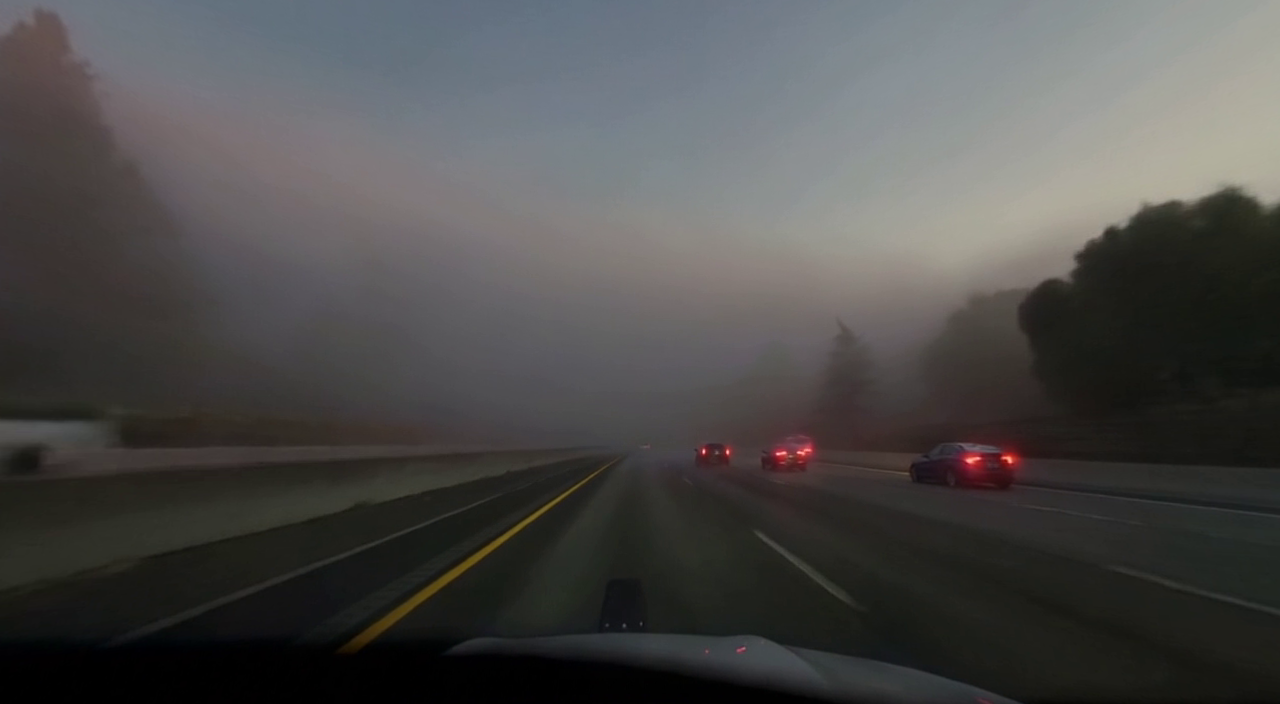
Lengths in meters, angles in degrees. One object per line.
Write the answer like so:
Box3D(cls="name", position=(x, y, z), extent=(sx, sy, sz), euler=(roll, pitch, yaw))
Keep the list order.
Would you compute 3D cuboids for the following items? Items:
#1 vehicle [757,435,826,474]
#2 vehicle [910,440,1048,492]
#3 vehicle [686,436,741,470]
Box3D(cls="vehicle", position=(7.230, 4.929, 30.612), extent=(2.178, 1.749, 4.570), euler=(0, -8, -1))
Box3D(cls="vehicle", position=(10.679, 3.600, 20.332), extent=(1.970, 1.479, 4.480), euler=(0, -8, 0))
Box3D(cls="vehicle", position=(3.799, 5.312, 33.295), extent=(2.326, 1.644, 4.206), euler=(0, -8, -1))
